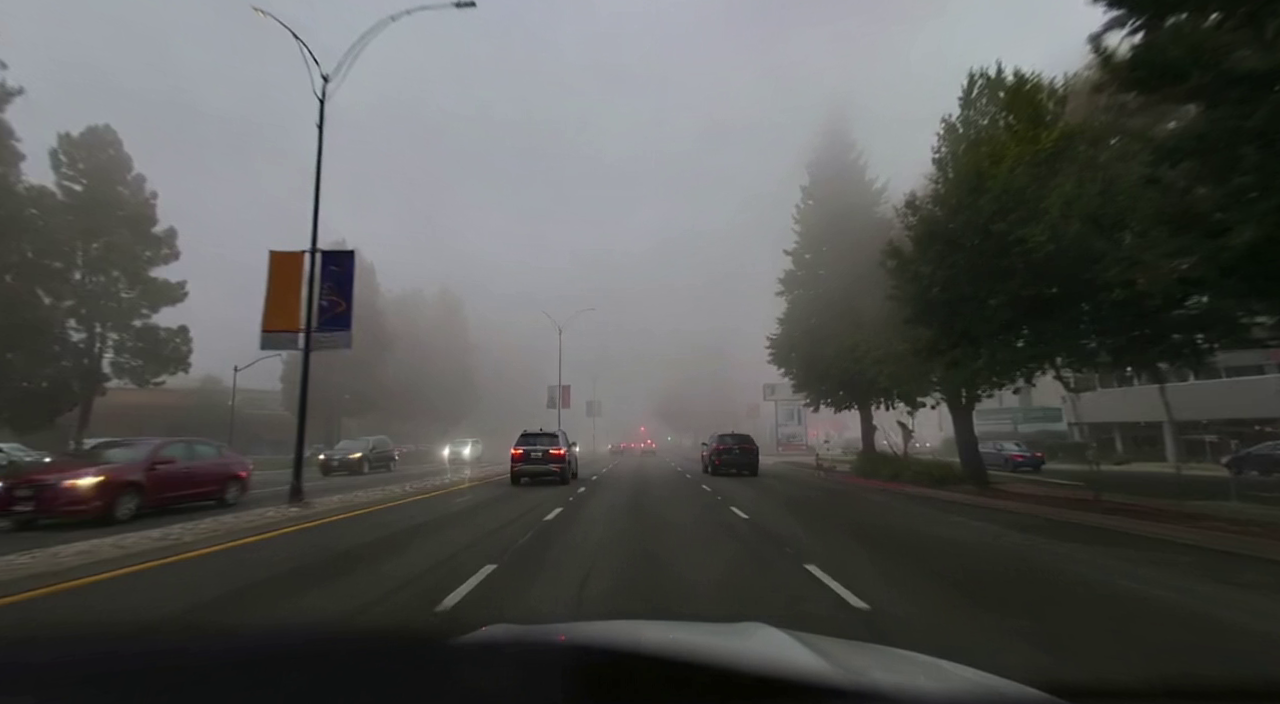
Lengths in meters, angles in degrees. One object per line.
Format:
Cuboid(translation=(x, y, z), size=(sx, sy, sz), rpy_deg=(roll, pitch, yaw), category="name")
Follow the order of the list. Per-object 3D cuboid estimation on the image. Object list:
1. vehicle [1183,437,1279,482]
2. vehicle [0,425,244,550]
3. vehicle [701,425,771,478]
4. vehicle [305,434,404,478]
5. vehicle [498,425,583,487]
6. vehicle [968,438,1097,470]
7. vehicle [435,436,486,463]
Cuboid(translation=(23.103, 3.906, 23.057), size=(4.497, 1.452, 1.944), rpy_deg=(-1, -8, -1), category="vehicle")
Cuboid(translation=(-8.690, 1.965, 9.657), size=(2.022, 1.483, 4.909), rpy_deg=(-2, -8, 0), category="vehicle")
Cuboid(translation=(3.753, 3.977, 25.273), size=(2.024, 1.921, 4.431), rpy_deg=(0, -8, -1), category="vehicle")
Cuboid(translation=(-12.006, 4.392, 26.750), size=(1.998, 1.705, 4.465), rpy_deg=(0, -8, 2), category="vehicle")
Cuboid(translation=(-3.119, 3.374, 20.645), size=(2.014, 1.775, 4.404), rpy_deg=(0, -8, 1), category="vehicle")
Cuboid(translation=(18.475, 4.812, 29.744), size=(4.642, 1.450, 2.087), rpy_deg=(0, -8, 2), category="vehicle")
Cuboid(translation=(-11.978, 6.539, 42.212), size=(2.023, 1.729, 4.478), rpy_deg=(0, -8, 1), category="vehicle")
